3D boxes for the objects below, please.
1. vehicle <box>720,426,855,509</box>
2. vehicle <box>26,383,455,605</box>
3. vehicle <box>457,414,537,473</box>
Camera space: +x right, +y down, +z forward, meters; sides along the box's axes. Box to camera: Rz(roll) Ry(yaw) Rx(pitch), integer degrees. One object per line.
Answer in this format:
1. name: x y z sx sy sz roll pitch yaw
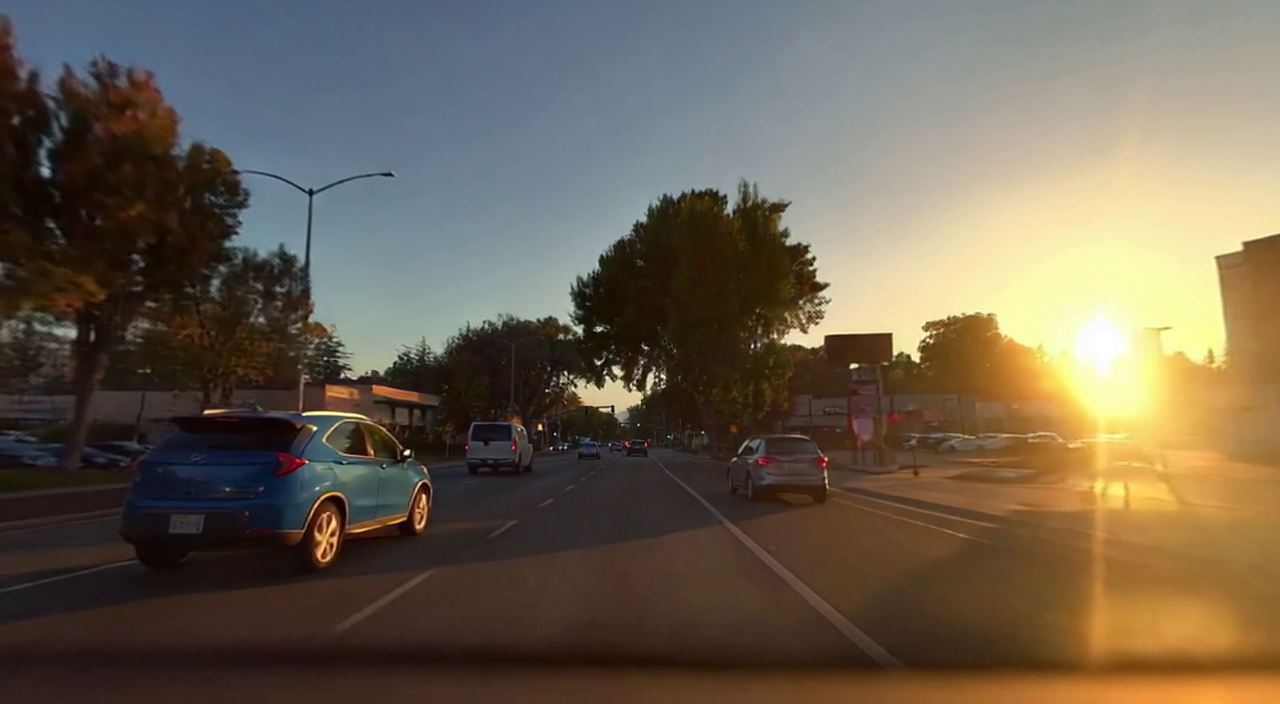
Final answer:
1. vehicle: 3.542 2.899 16.232 2.167 1.792 4.835 1 -9 -2
2. vehicle: -3.824 1.453 7.235 2.038 1.748 4.303 0 -9 0
3. vehicle: -6.812 4.516 30.946 2.863 2.592 6.410 1 -9 -4
